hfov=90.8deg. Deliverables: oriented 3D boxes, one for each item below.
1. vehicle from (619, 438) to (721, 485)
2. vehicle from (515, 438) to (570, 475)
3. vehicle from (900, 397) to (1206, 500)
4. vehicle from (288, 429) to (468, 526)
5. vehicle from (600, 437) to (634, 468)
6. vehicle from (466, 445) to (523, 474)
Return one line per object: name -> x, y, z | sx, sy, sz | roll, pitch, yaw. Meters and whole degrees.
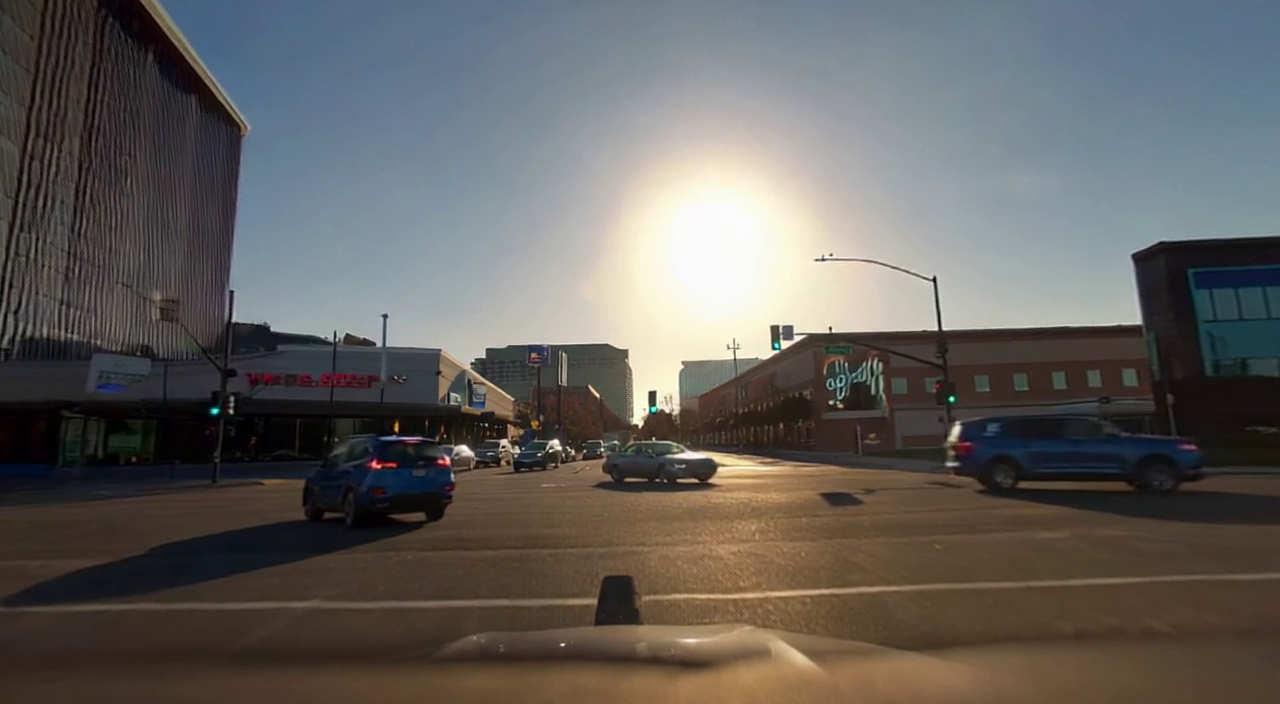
vehicle -> 1.007, 4.149, 24.337 | 2.142, 1.607, 4.733 | 3, -9, -22
vehicle -> -5.123, 5.556, 33.793 | 2.162, 1.788, 4.603 | 0, -8, 1
vehicle -> 10.156, 2.458, 16.230 | 5.960, 2.200, 2.708 | -5, -10, 31
vehicle -> -5.911, 2.647, 13.993 | 2.238, 1.762, 4.445 | 7, -11, -41
vehicle -> -1.487, 6.847, 43.332 | 2.160, 1.948, 4.784 | 0, -8, 0
vehicle -> -8.265, 6.126, 36.242 | 2.163, 1.529, 4.210 | 0, -8, 1
